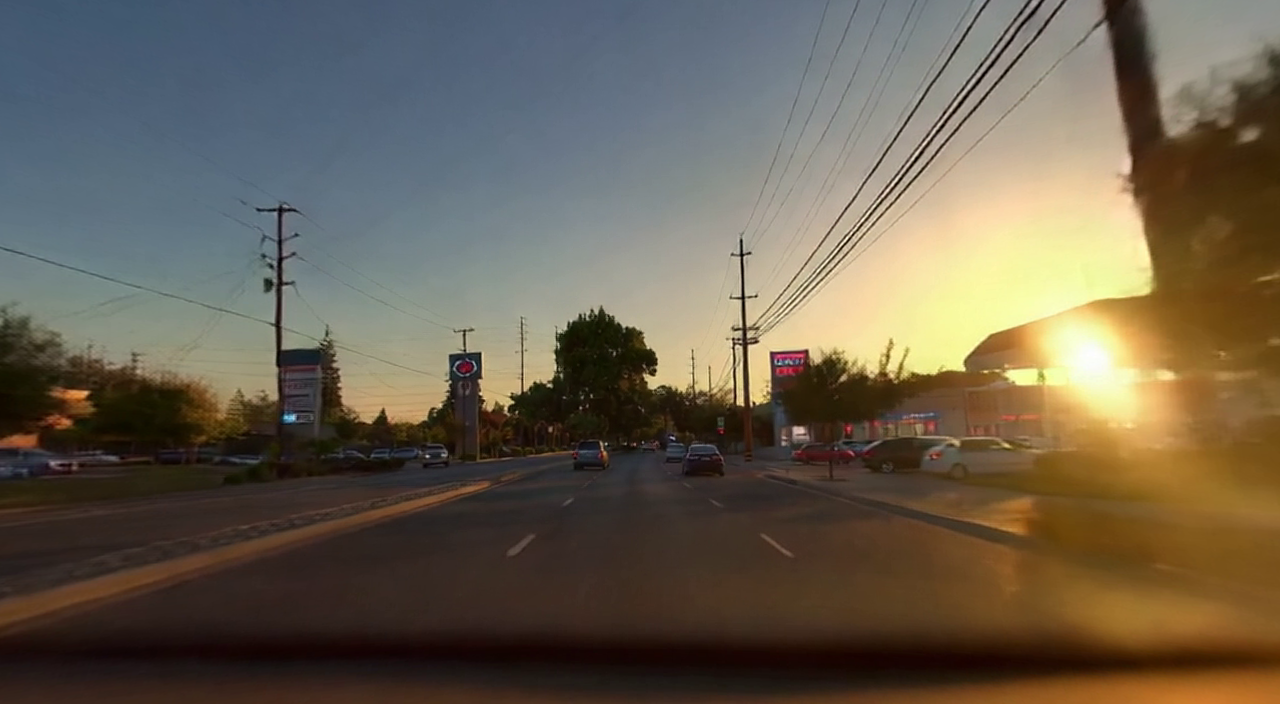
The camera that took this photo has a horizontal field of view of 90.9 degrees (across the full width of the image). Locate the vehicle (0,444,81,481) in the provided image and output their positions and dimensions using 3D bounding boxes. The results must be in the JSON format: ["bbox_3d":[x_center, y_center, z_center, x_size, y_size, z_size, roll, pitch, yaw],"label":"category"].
[{"bbox_3d":[-31.307,5.585,31.981,1.859,1.704,4.366,-1,-9,-1],"label":"vehicle"}]

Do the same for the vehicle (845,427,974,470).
[{"bbox_3d":[12.148,4.381,28.644,4.832,1.813,2.170,0,-9,-5],"label":"vehicle"}]

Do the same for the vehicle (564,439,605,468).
[{"bbox_3d":[-3.331,6.200,38.576,2.047,1.664,4.148,0,-9,0],"label":"vehicle"}]

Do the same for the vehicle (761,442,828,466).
[{"bbox_3d":[10.936,7.232,44.814,4.144,1.540,1.913,-1,-7,-7],"label":"vehicle"}]

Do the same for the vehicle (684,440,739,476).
[{"bbox_3d":[3.338,5.028,30.134,1.978,1.455,4.195,3,-9,-1],"label":"vehicle"}]

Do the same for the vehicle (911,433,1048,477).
[{"bbox_3d":[12.919,3.913,24.105,4.126,1.523,2.063,1,-9,-11],"label":"vehicle"}]
